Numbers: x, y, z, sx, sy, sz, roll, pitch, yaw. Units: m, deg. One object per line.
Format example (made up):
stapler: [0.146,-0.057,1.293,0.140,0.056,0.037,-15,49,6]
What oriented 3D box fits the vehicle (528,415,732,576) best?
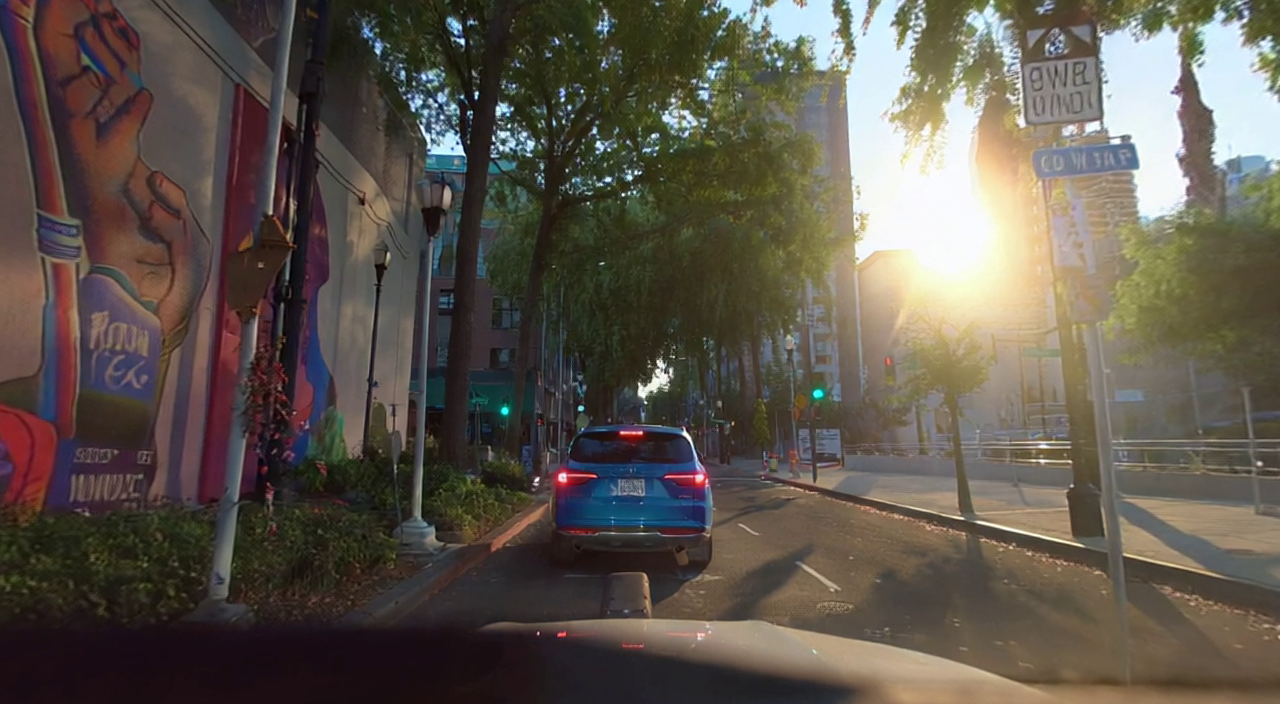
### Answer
vehicle: [-0.128,1.760,8.448,2.079,1.621,3.861,0,-8,-1]
